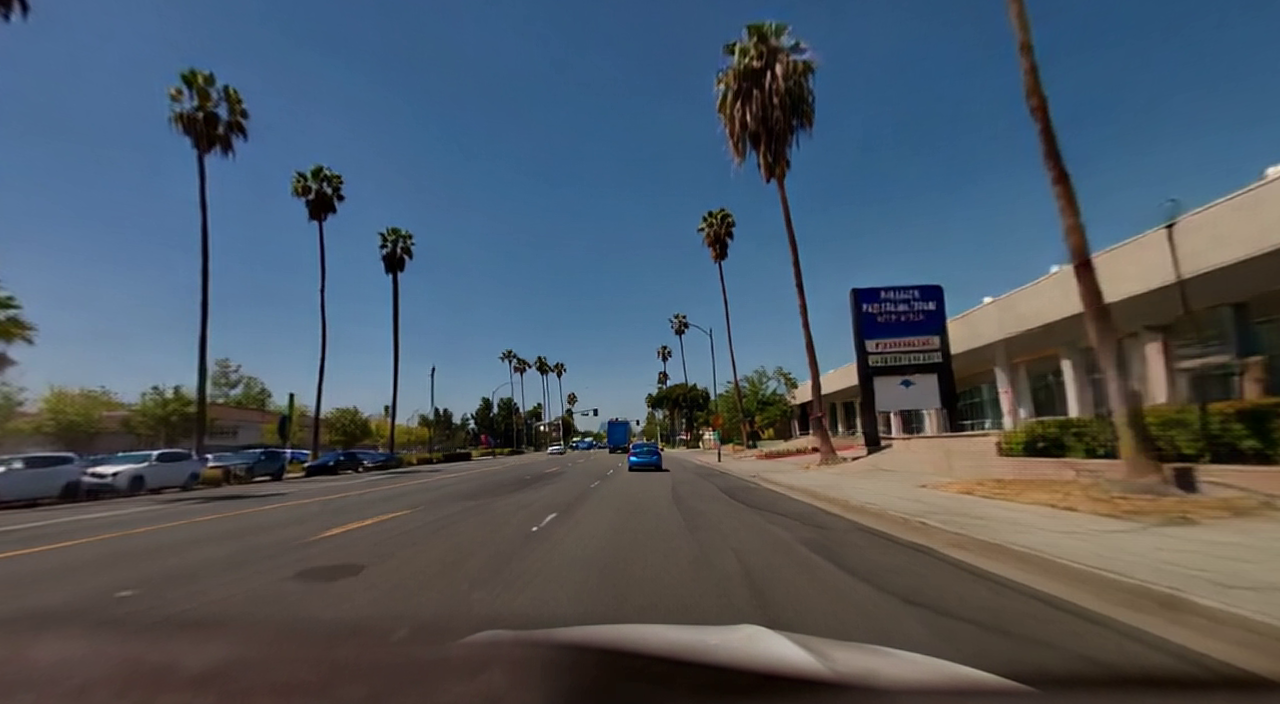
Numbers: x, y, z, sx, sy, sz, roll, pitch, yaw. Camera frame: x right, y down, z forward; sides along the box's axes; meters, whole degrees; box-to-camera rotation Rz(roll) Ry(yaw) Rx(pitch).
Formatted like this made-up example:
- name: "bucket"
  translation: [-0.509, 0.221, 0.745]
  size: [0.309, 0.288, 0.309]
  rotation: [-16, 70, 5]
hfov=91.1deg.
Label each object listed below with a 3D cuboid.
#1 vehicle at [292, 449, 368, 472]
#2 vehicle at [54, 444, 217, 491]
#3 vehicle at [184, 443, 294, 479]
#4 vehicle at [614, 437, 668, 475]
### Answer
- name: "vehicle"
  translation: [-21.185, 7.419, 43.105]
  size: [4.440, 1.498, 2.001]
  rotation: [3, -9, -20]
- name: "vehicle"
  translation: [-21.317, 4.879, 26.705]
  size: [4.979, 1.893, 2.084]
  rotation: [0, -9, -2]
- name: "vehicle"
  translation: [-21.767, 5.918, 34.186]
  size: [4.536, 1.838, 2.042]
  rotation: [0, -9, 2]
- name: "vehicle"
  translation: [0.056, 4.447, 27.066]
  size: [2.144, 1.514, 4.063]
  rotation: [0, -9, 0]
